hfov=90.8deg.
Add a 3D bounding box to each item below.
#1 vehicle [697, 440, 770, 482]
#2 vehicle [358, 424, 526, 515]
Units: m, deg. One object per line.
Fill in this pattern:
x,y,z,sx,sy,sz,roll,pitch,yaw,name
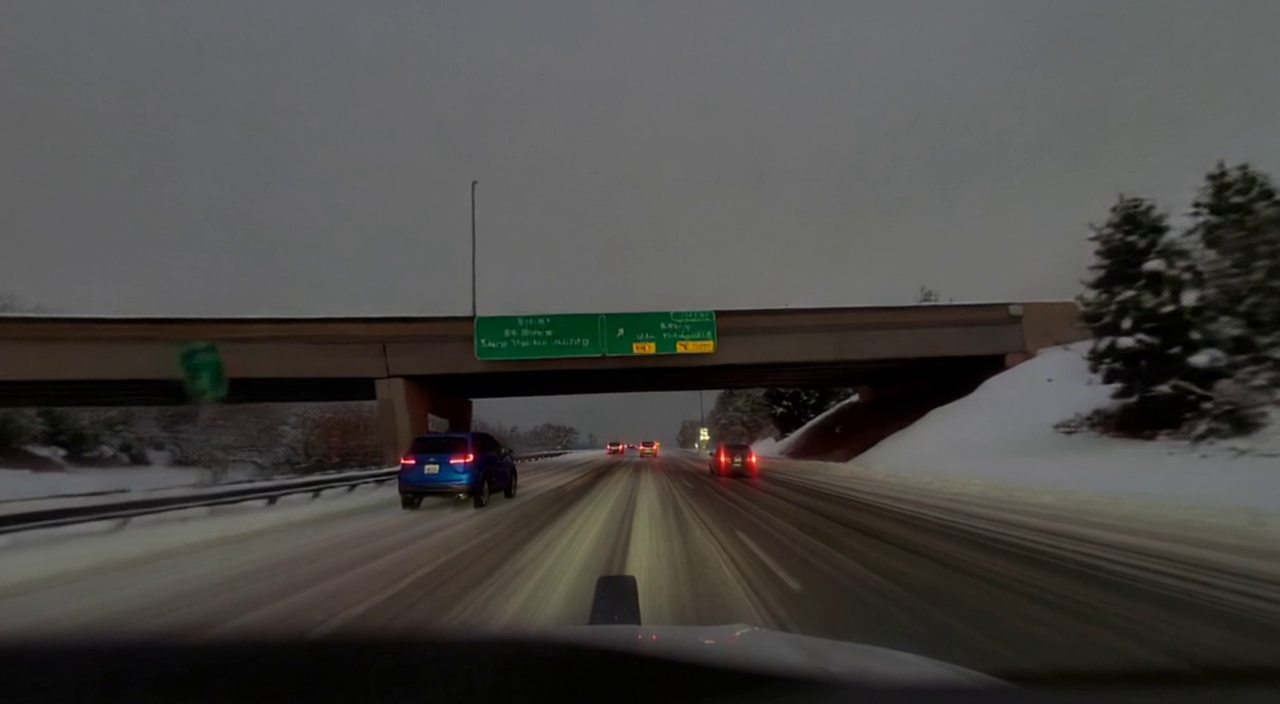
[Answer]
3.464,4.124,24.194,2.083,1.453,4.307,0,-8,-1,vehicle
-3.975,2.433,13.550,2.193,1.641,4.077,0,-8,1,vehicle
